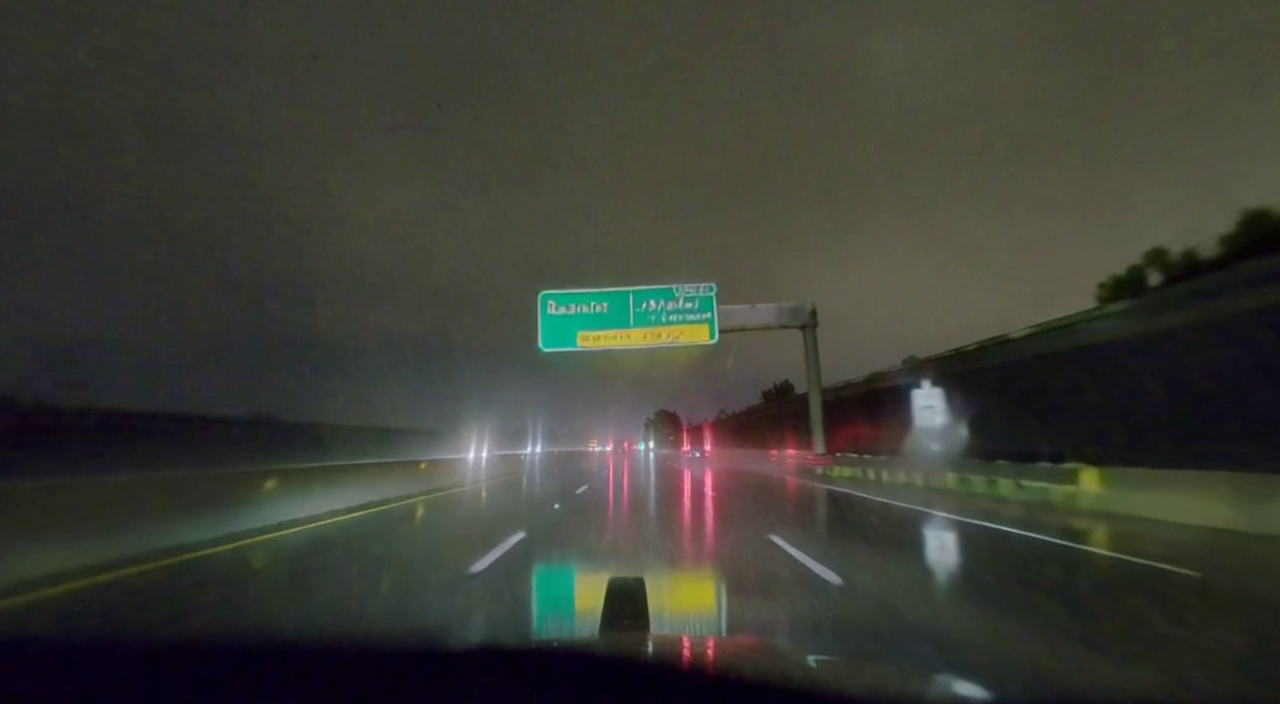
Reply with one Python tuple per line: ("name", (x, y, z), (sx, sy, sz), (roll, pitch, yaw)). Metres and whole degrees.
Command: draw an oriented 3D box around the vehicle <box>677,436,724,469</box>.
("vehicle", (3.329, 5.606, 35.175), (2.202, 1.682, 4.188), (0, -8, 0))
